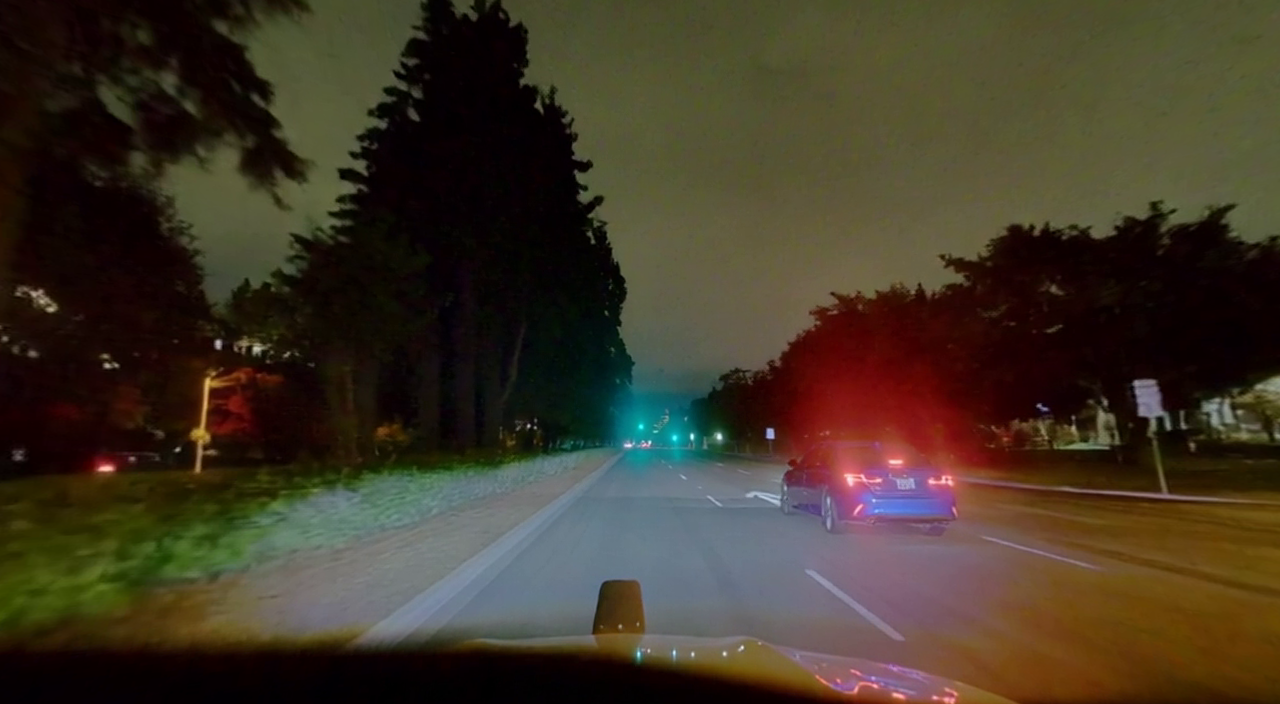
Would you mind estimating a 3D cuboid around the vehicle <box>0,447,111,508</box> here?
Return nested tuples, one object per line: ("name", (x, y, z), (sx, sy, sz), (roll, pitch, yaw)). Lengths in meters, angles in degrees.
("vehicle", (-16.680, 3.204, 16.286), (1.921, 1.466, 4.804), (0, -8, 0))

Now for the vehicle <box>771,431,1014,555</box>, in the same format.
("vehicle", (3.515, 2.025, 9.843), (1.950, 1.473, 4.259), (0, -8, -1))
